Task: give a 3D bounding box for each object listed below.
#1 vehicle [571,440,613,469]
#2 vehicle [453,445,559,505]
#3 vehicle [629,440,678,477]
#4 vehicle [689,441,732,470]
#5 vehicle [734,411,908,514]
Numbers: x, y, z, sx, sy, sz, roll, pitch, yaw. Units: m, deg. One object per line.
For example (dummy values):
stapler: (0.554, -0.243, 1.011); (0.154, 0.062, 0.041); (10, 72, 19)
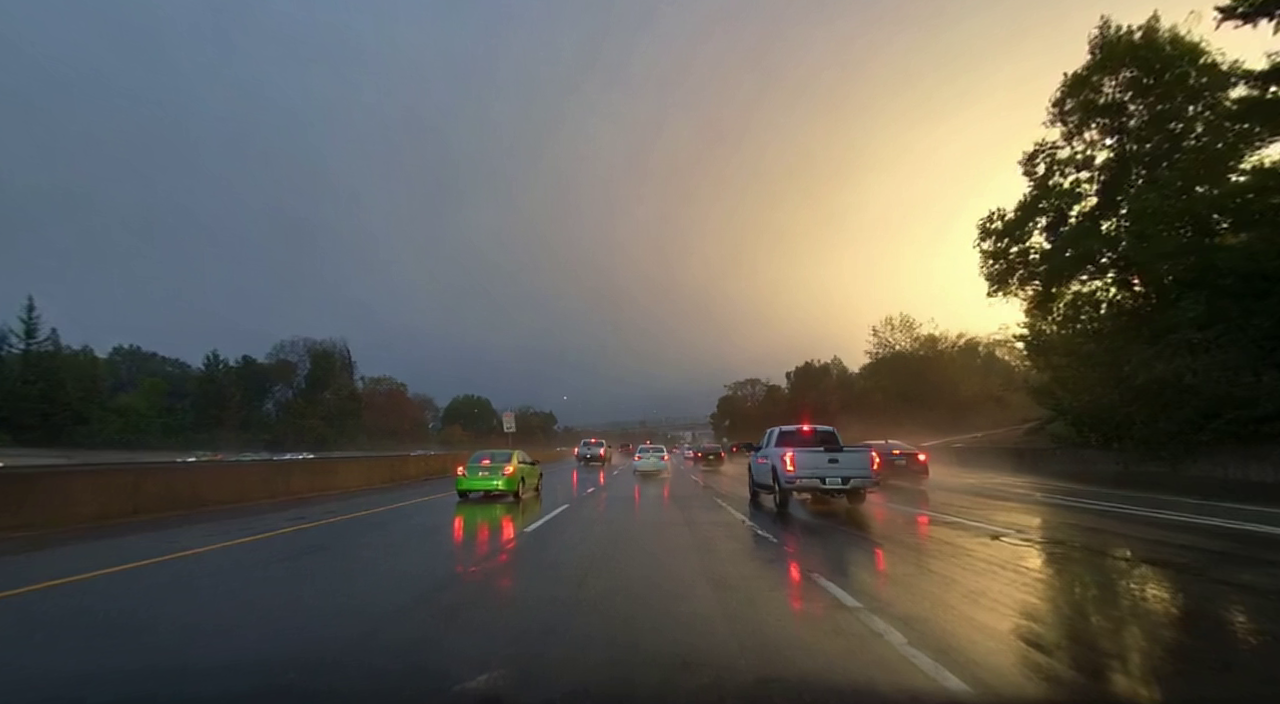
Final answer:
vehicle: (-3.041, 6.629, 40.892); (2.176, 1.783, 4.799); (0, -9, 1)
vehicle: (-3.529, 3.326, 17.480); (1.947, 1.424, 4.264); (0, -9, 1)
vehicle: (0.622, 4.939, 29.472); (2.147, 1.572, 4.094); (0, -9, 1)
vehicle: (4.307, 6.386, 39.073); (2.145, 1.636, 4.437); (0, -9, 0)
vehicle: (3.859, 2.514, 14.776); (2.340, 1.925, 5.529); (1, -9, -1)
